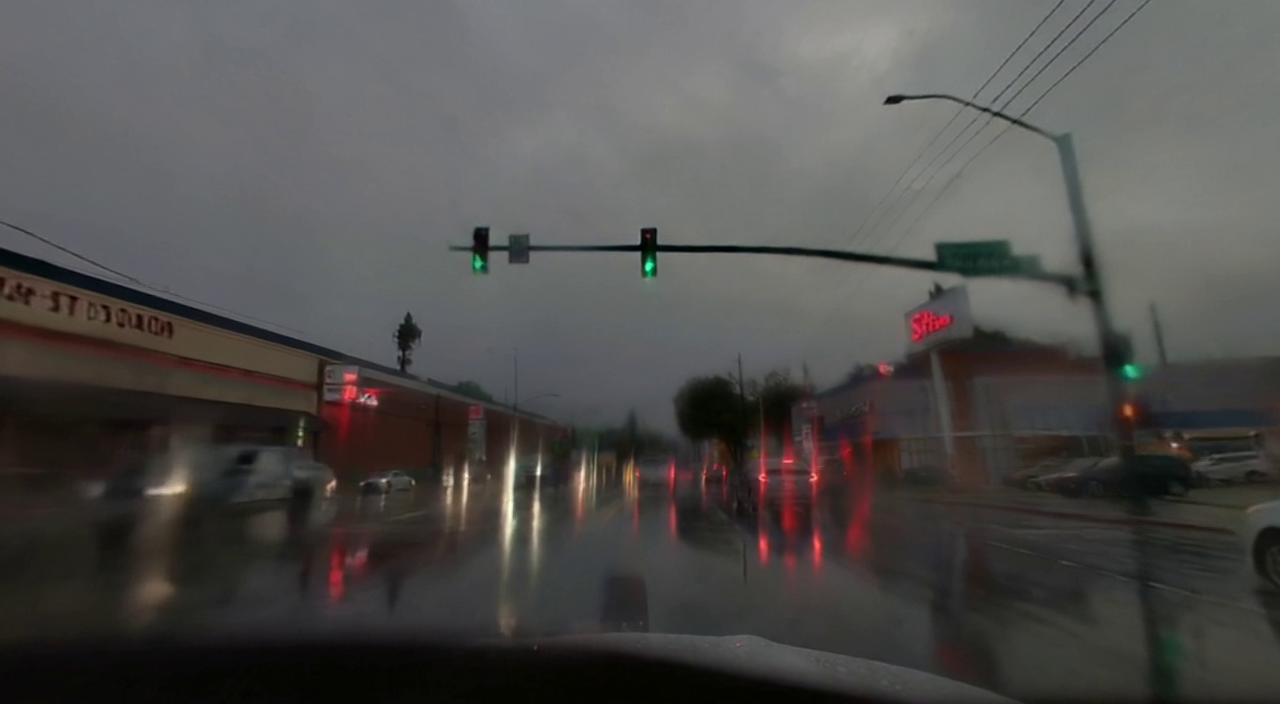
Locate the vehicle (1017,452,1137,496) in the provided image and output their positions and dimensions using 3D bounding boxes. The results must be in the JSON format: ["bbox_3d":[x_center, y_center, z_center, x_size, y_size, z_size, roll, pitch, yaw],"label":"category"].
[{"bbox_3d":[16.339,4.479,23.483,4.964,1.453,2.184,8,-11,-38],"label":"vehicle"}]

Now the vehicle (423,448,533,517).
[{"bbox_3d":[-4.675,3.787,18.931,2.041,1.494,4.647,-2,-6,1],"label":"vehicle"}]

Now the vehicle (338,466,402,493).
[{"bbox_3d":[-17.839,8.516,41.978,2.018,1.608,4.882,0,-12,1],"label":"vehicle"}]

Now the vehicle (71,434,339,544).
[{"bbox_3d":[-8.399,2.632,12.915,2.065,1.805,4.668,0,-8,1],"label":"vehicle"}]

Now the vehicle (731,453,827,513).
[{"bbox_3d":[4.008,3.838,19.037,1.963,1.484,4.609,0,-8,2],"label":"vehicle"}]

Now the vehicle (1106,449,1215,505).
[{"bbox_3d":[16.049,3.731,19.360,2.052,1.399,4.373,-7,-10,44],"label":"vehicle"}]

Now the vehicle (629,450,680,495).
[{"bbox_3d":[0.705,5.544,29.426,2.210,1.861,4.280,0,-8,2],"label":"vehicle"}]

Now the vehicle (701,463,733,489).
[{"bbox_3d":[5.846,9.425,48.193,2.036,1.719,4.318,0,-8,2],"label":"vehicle"}]

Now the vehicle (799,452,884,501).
[{"bbox_3d":[7.990,4.943,25.477,2.040,1.738,4.414,0,-8,1],"label":"vehicle"}]
